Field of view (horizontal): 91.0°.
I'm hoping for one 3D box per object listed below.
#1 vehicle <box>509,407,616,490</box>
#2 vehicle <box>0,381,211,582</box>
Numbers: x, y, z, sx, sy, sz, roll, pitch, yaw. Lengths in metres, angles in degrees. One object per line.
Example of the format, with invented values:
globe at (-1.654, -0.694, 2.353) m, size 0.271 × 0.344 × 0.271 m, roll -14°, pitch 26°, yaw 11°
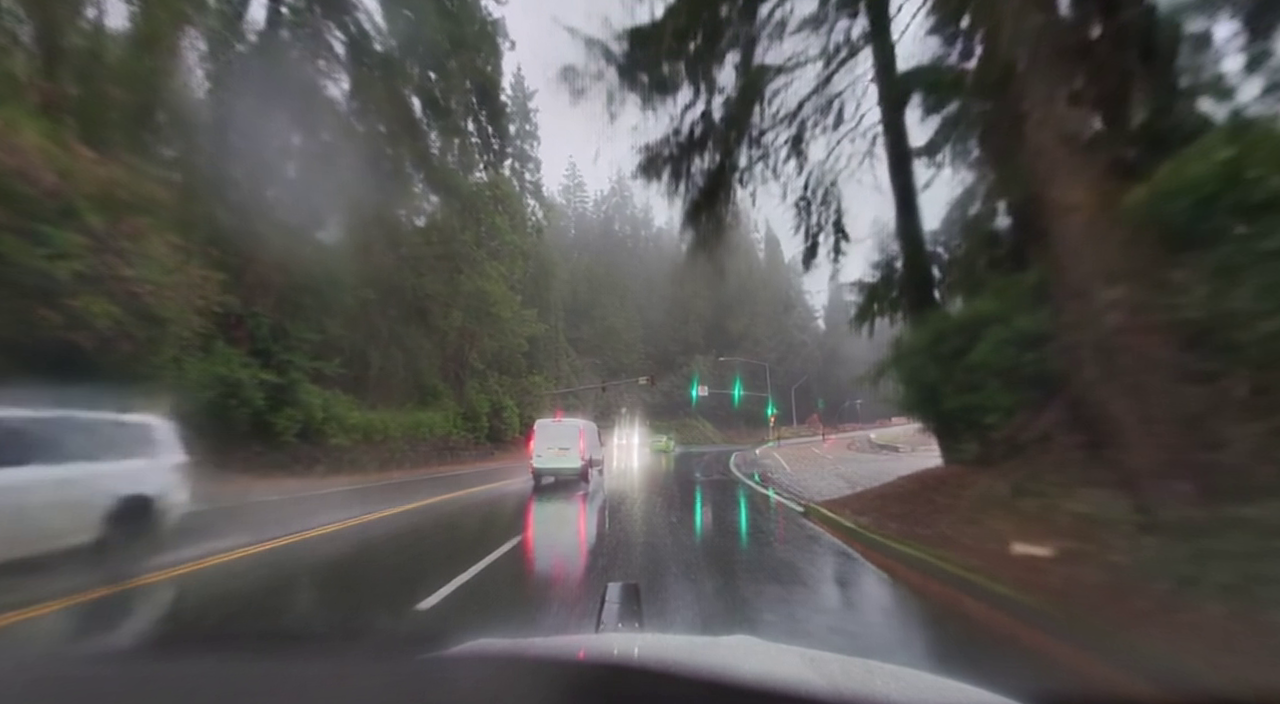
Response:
vehicle at (-2.155, 2.939, 19.332) m, size 2.362 × 2.185 × 5.212 m, roll 0°, pitch -8°, yaw 3°
vehicle at (-6.365, 1.144, 5.491) m, size 1.968 × 1.674 × 4.451 m, roll -2°, pitch -9°, yaw 2°
